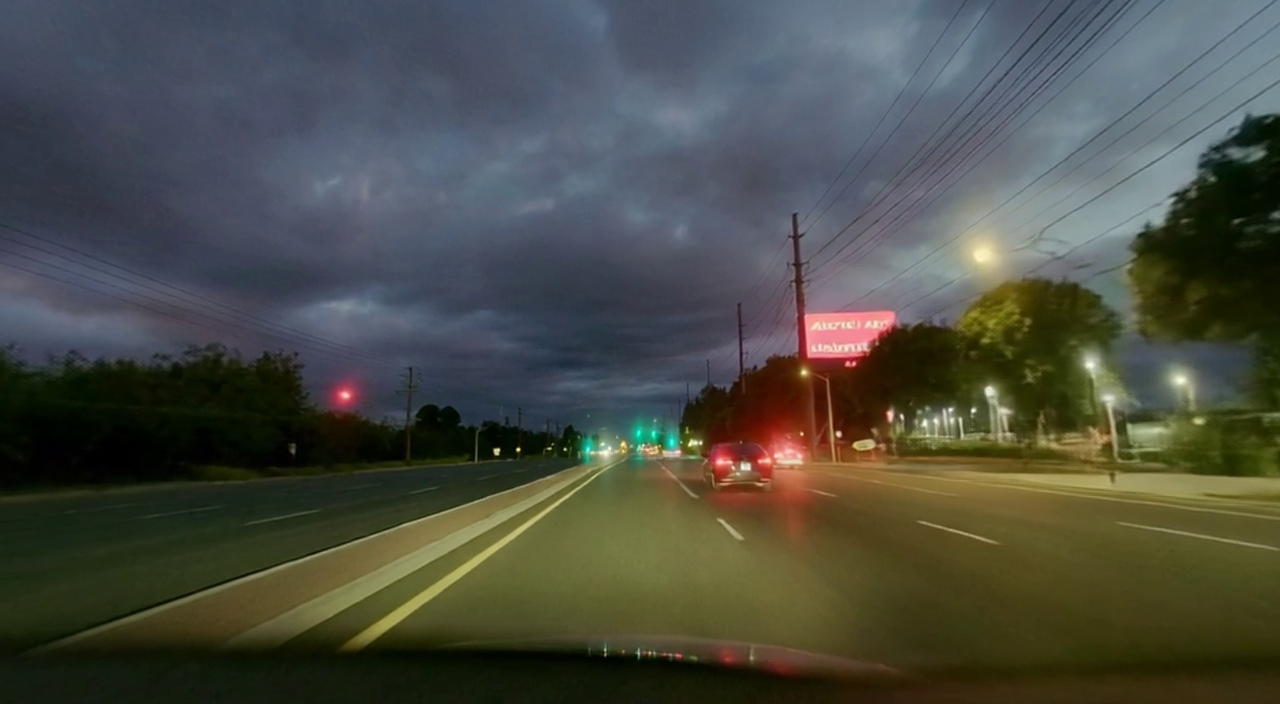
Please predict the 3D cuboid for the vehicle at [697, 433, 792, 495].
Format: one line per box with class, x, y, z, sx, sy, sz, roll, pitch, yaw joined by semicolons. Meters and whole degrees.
vehicle;3.028;3.351;19.264;2.078;1.668;4.078;0;-8;-2
